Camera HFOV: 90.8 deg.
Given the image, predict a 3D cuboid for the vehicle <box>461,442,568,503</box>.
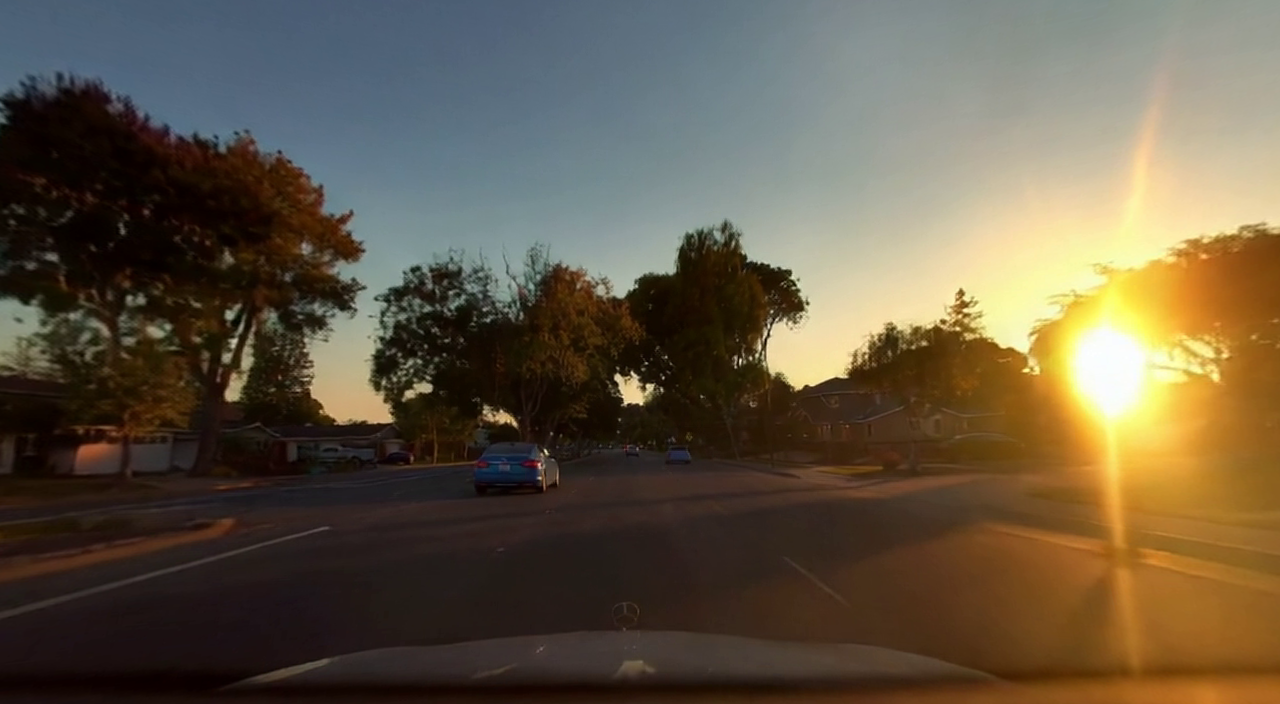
[{"bbox_3d":[-3.277,3.228,17.407,2.005,1.477,4.169,0,-8,1],"label":"vehicle"}]
